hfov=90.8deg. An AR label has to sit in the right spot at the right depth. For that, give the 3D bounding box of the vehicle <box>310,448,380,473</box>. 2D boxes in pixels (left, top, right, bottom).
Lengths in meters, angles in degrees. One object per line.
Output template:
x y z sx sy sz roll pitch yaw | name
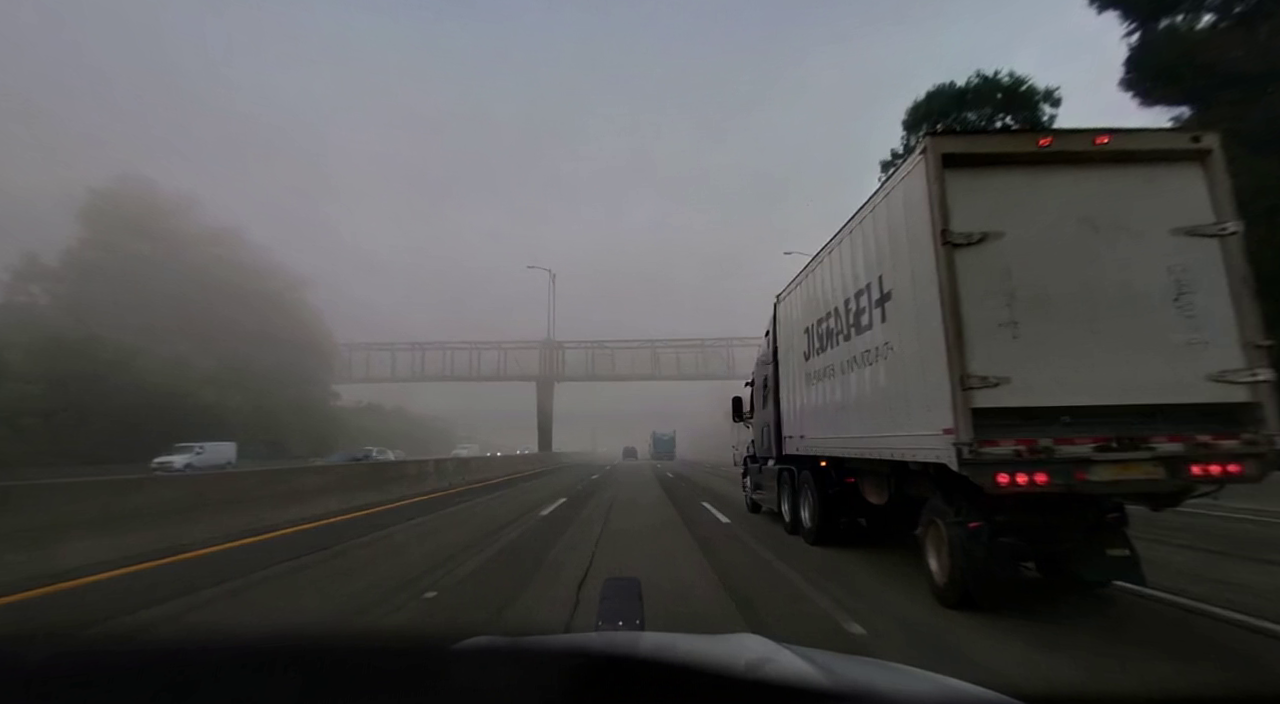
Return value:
-17.553 6.455 37.791 2.164 1.436 4.171 0 -9 0 | vehicle

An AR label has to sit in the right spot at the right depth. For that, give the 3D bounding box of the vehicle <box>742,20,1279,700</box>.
3.397 0.436 7.521 3.210 4.239 7.307 0 -9 1 | vehicle
